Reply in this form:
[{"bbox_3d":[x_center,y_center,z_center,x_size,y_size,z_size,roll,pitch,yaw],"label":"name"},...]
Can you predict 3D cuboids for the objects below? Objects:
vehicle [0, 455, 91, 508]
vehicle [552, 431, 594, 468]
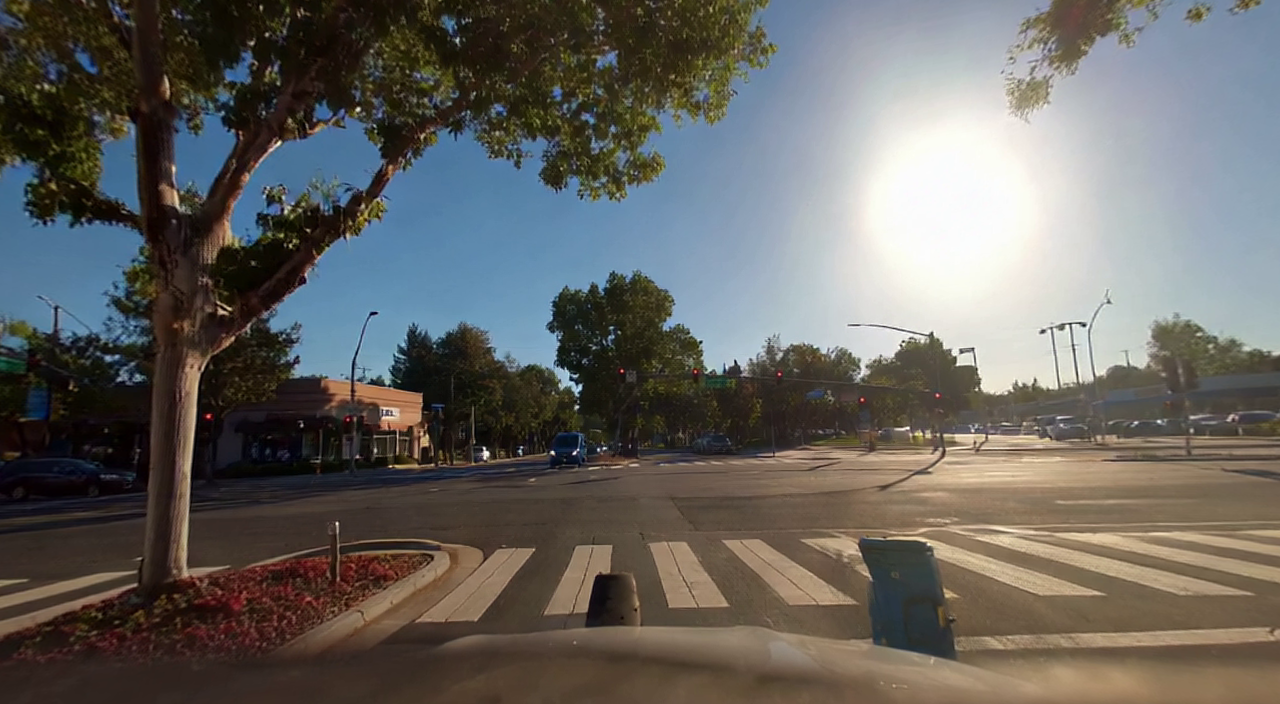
[{"bbox_3d":[-32.659,6.731,33.261,5.861,2.543,2.529,-2,-9,14],"label":"vehicle"},{"bbox_3d":[-4.614,6.899,44.688,2.465,2.404,5.791,0,-8,-1],"label":"vehicle"}]
